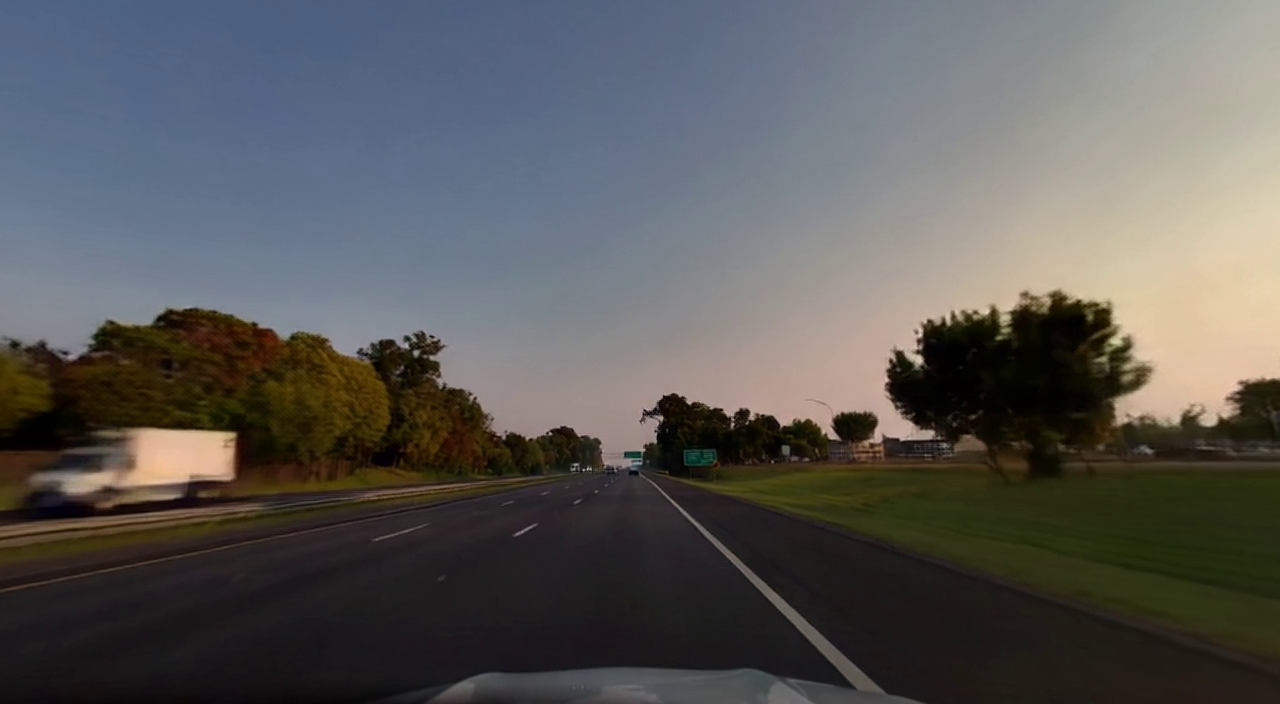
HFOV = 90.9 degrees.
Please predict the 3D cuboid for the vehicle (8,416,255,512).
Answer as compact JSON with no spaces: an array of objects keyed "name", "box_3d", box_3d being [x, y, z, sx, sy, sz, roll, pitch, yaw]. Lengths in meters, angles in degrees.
[{"name":"vehicle","box_3d":[-17.745,4.078,22.935,2.657,2.861,7.458,1,-11,0]}]
